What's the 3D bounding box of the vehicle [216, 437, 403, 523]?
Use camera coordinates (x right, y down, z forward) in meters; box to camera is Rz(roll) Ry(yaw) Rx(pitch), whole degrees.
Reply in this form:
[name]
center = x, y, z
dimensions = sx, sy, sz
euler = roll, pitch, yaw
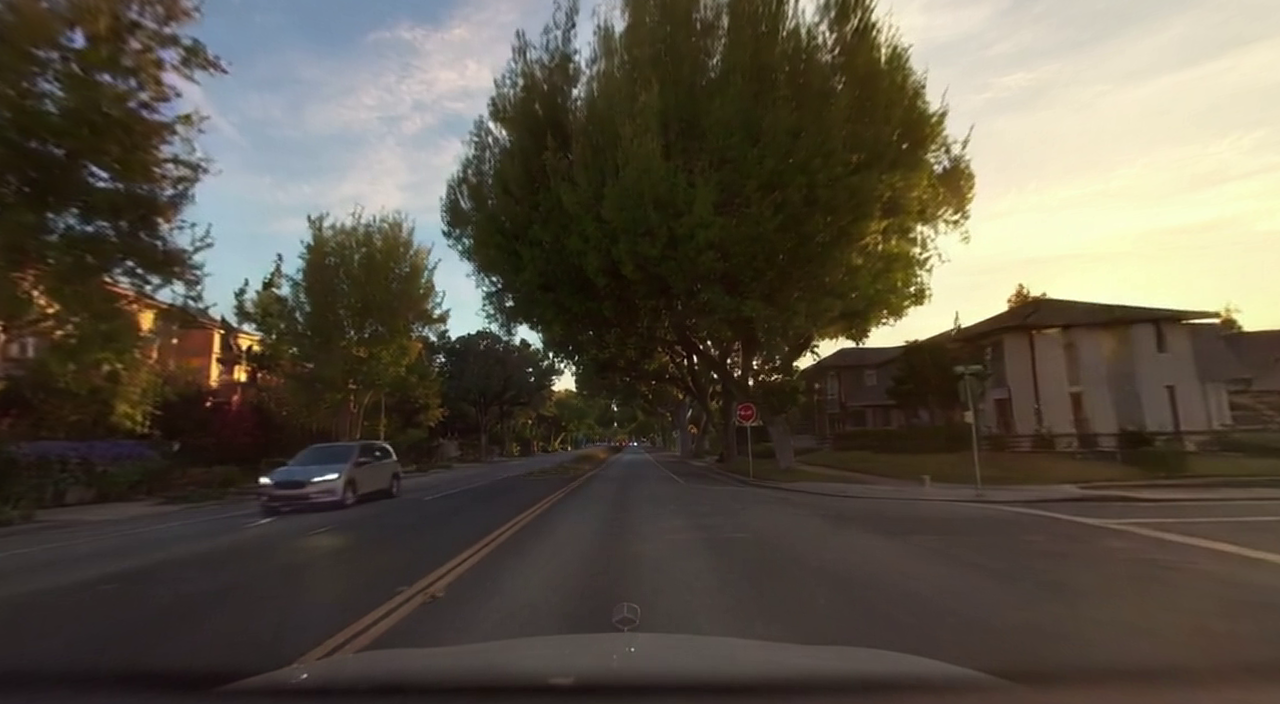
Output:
[vehicle]
center = -7.259, 2.814, 14.511
dimensions = 1.994, 1.646, 4.276
euler = 0, -9, 0
